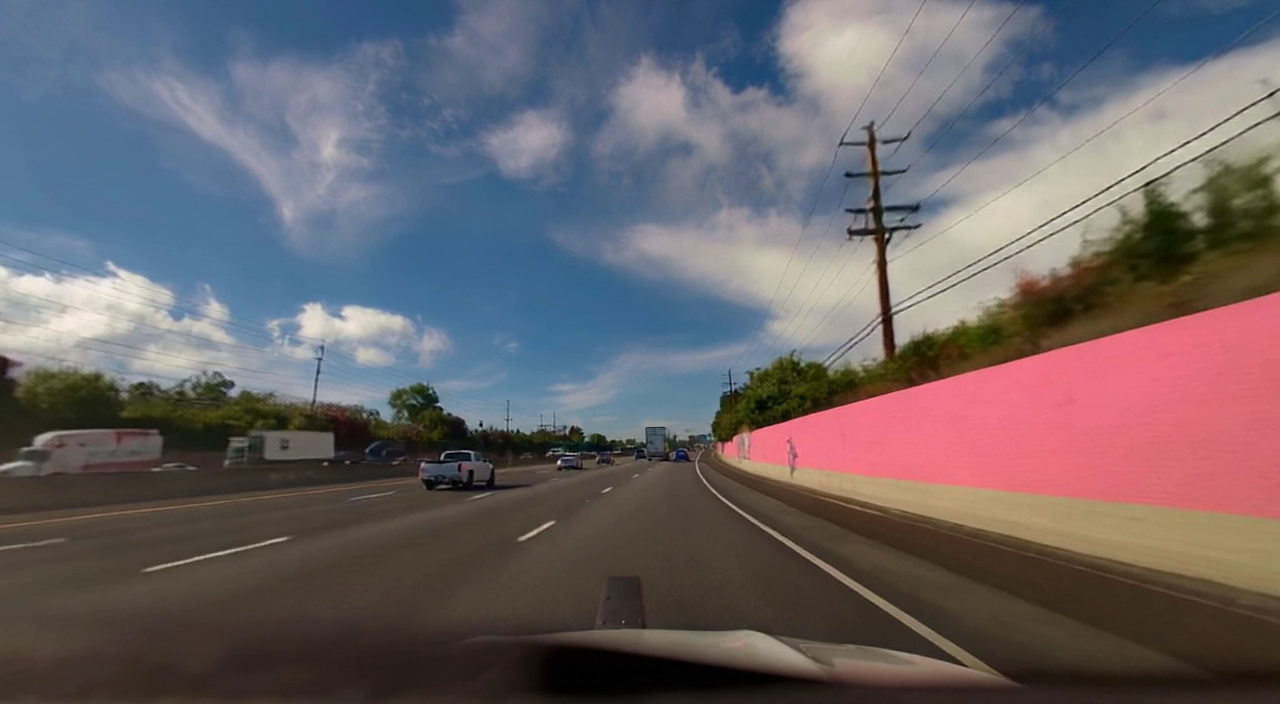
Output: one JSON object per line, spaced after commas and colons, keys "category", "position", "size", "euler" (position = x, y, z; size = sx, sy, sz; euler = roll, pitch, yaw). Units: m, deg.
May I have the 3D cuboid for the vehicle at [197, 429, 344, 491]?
{"category": "vehicle", "position": [-21.957, 6.518, 38.387], "size": [2.878, 3.290, 9.214], "euler": [-1, -9, 3]}

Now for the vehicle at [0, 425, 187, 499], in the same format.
{"category": "vehicle", "position": [-26.294, 5.229, 30.426], "size": [2.532, 3.078, 7.751], "euler": [-1, -9, 4]}

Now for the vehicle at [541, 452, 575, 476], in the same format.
{"category": "vehicle", "position": [-5.354, 7.351, 41.354], "size": [1.708, 1.489, 2.840], "euler": [-1, -9, 4]}

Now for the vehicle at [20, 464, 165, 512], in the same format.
{"category": "vehicle", "position": [-18.857, 4.676, 21.914], "size": [1.845, 1.428, 3.427], "euler": [-1, -9, 2]}

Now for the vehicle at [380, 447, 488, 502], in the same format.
{"category": "vehicle", "position": [-6.353, 3.799, 19.904], "size": [1.966, 1.565, 3.766], "euler": [-1, -9, 3]}
